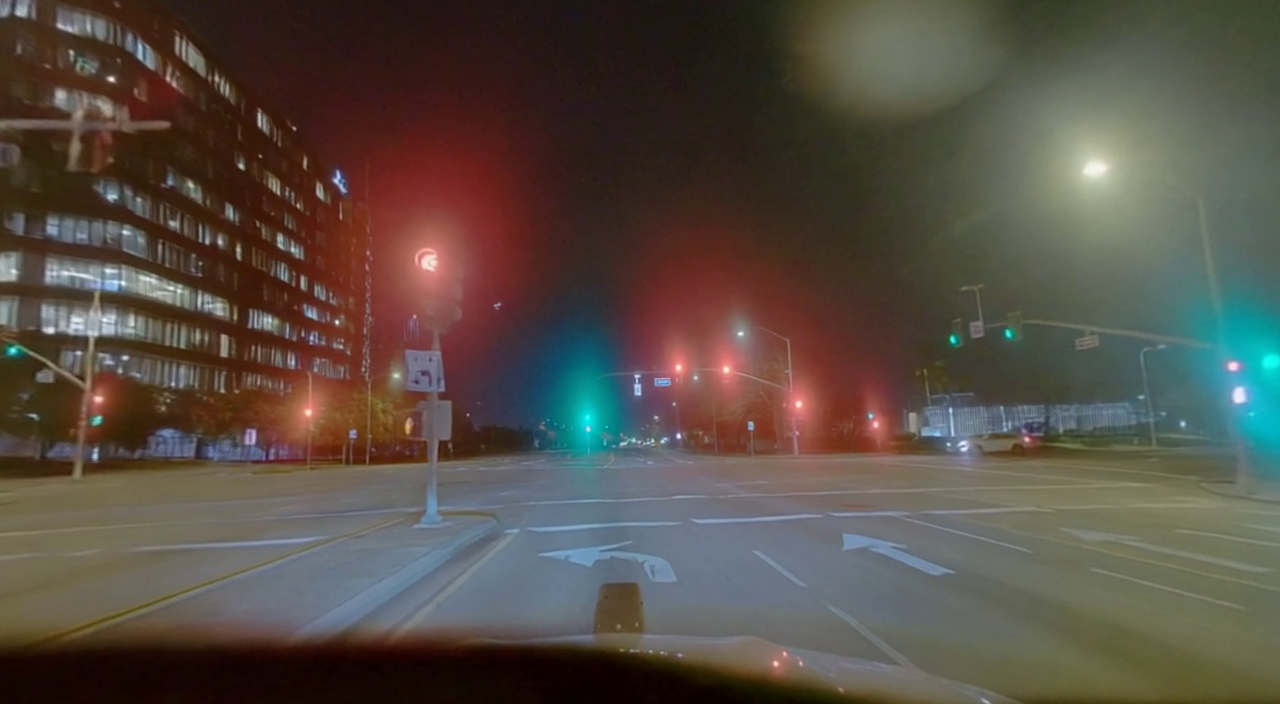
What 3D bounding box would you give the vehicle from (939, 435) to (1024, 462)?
[{"bbox_3d":[21.503,6.042,39.701,4.769,1.634,1.884,3,-9,-19],"label":"vehicle"}]
